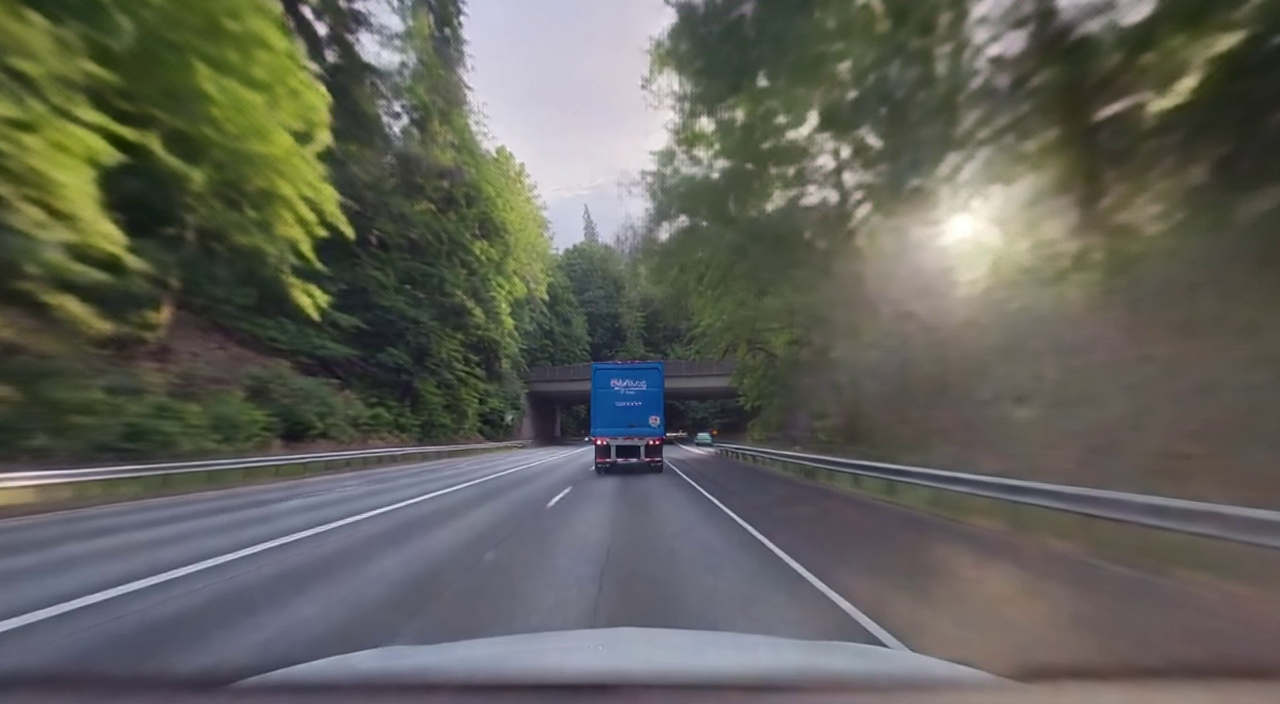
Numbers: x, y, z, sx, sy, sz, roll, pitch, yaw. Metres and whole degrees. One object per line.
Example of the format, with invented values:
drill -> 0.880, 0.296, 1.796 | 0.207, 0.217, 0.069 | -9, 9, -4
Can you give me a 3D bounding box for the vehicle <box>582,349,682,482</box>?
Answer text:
vehicle -> -0.467, 2.501, 23.545 | 2.895, 3.861, 10.213 | 0, -8, -3
